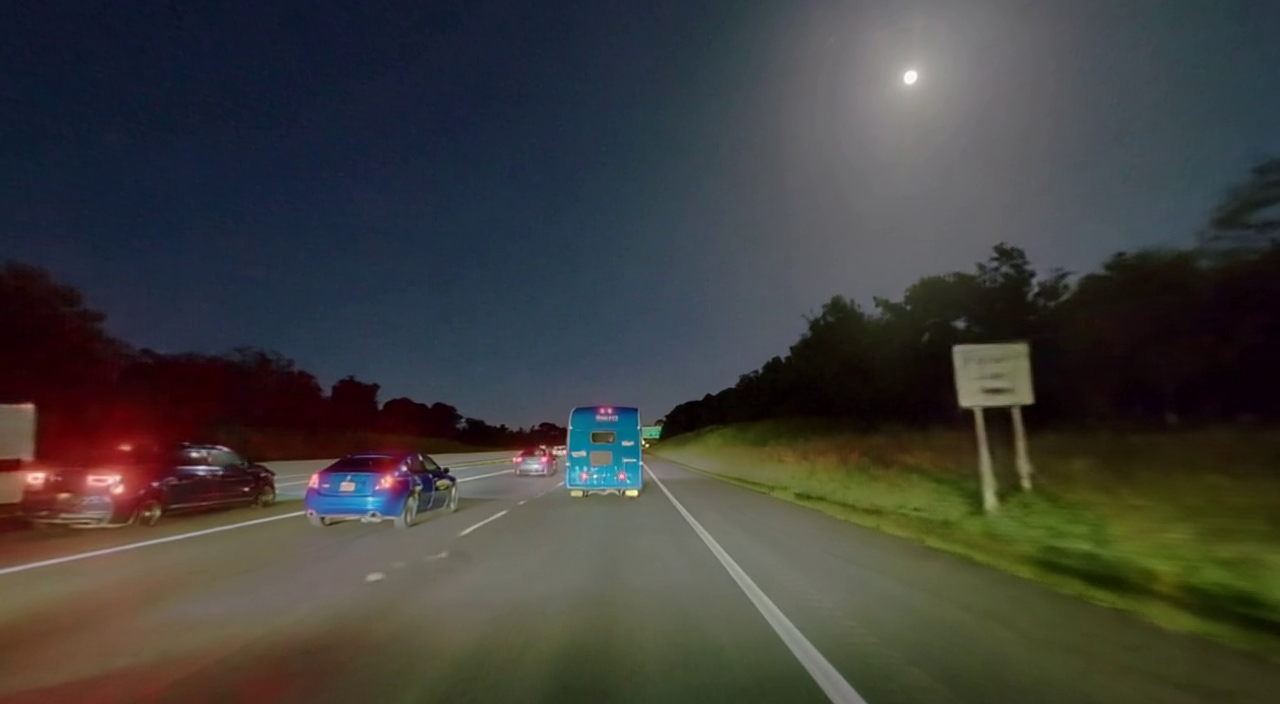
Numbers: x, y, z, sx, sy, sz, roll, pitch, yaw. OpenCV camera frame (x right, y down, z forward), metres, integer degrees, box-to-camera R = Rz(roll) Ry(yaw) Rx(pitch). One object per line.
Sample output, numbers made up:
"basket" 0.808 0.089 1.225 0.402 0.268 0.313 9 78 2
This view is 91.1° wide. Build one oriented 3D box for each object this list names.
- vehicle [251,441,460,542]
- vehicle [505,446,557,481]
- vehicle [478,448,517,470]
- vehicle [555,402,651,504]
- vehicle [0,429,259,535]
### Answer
"vehicle" -4.732 2.342 11.220 1.876 1.438 4.072 0 -9 -1
"vehicle" -5.063 5.195 29.549 1.872 1.480 3.545 0 -9 -1
"vehicle" -10.098 7.613 44.861 1.886 1.462 4.084 0 -9 -1
"vehicle" -0.959 2.943 18.534 2.394 2.556 5.232 0 -9 -1
"vehicle" -9.564 2.352 11.919 2.010 1.621 4.252 0 -9 0
